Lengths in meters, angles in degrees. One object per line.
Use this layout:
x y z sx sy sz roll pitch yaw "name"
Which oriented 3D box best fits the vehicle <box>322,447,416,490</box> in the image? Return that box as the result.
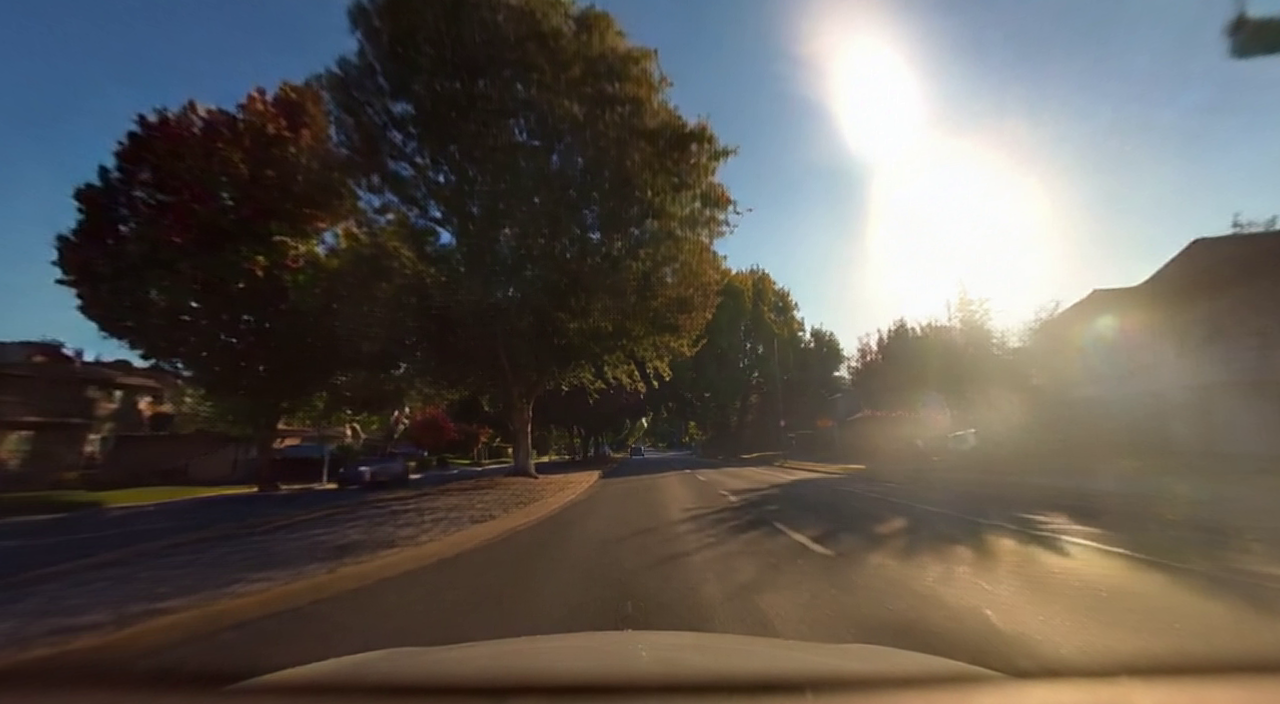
-12.188 5.234 28.747 2.010 1.733 4.868 -1 -8 2 "vehicle"
